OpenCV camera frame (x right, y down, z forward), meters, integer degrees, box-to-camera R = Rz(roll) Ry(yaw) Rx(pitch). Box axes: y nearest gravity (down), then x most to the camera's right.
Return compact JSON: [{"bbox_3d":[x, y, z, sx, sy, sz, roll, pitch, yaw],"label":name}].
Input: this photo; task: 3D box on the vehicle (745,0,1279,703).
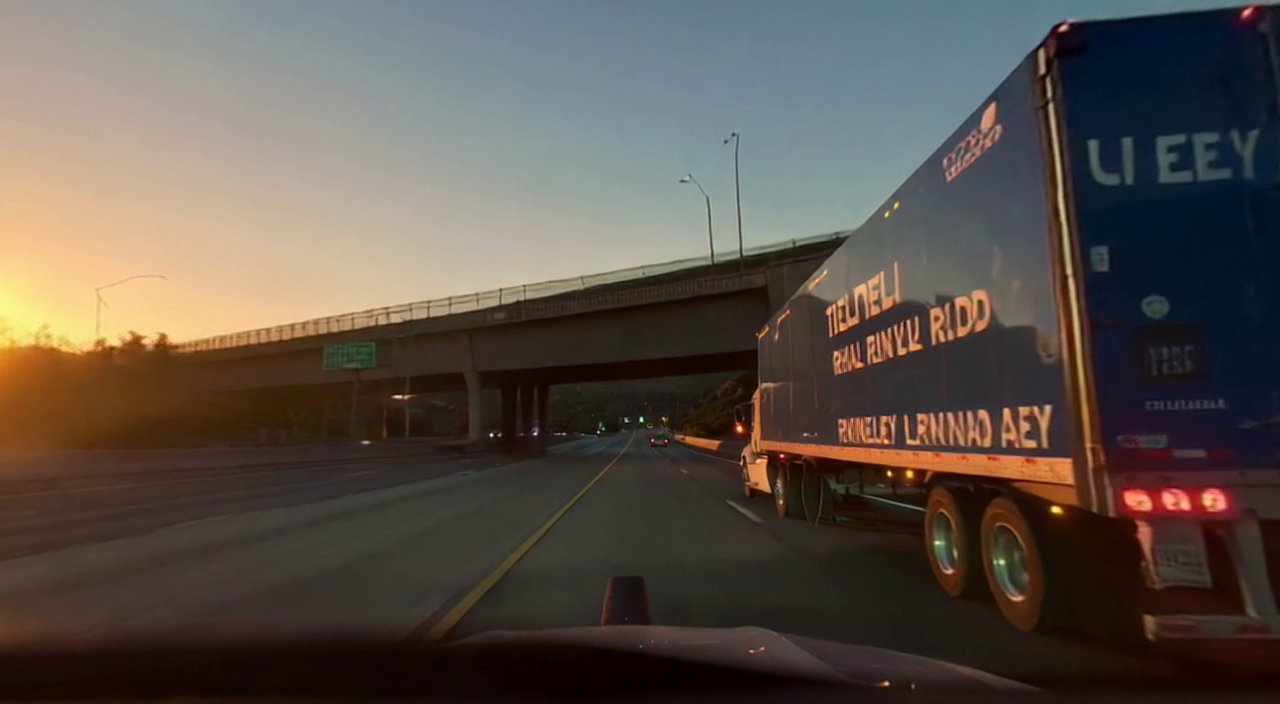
[{"bbox_3d":[4.204,0.727,9.392,3.006,4.093,14.142,0,-8,1],"label":"vehicle"}]
